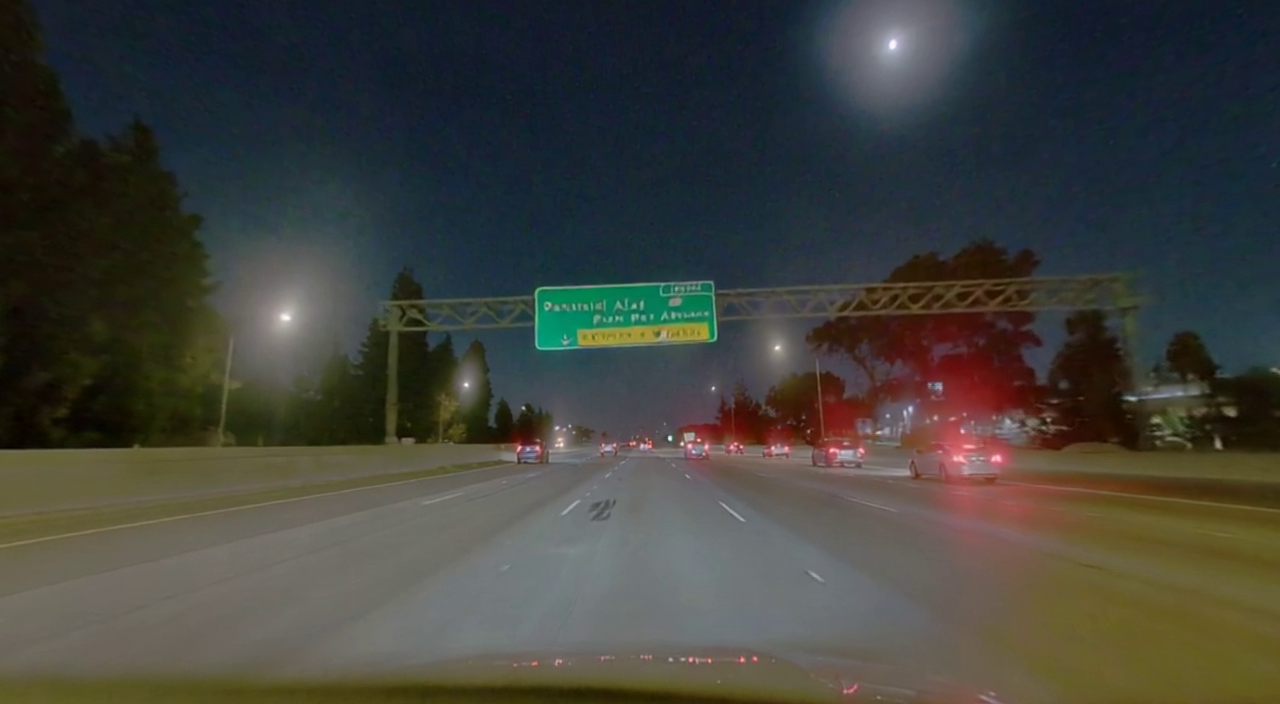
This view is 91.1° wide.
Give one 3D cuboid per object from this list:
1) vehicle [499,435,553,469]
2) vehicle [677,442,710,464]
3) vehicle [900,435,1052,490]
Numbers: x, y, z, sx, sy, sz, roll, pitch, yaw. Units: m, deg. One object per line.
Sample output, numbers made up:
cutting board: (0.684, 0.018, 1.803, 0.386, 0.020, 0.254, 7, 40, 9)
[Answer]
vehicle: (-6.332, 5.621, 35.426, 2.091, 1.746, 4.437, 0, -9, 1)
vehicle: (3.636, 6.956, 43.496, 1.950, 1.453, 3.378, 0, -9, -1)
vehicle: (10.176, 3.373, 19.553, 1.979, 1.467, 4.839, 0, -9, -1)
